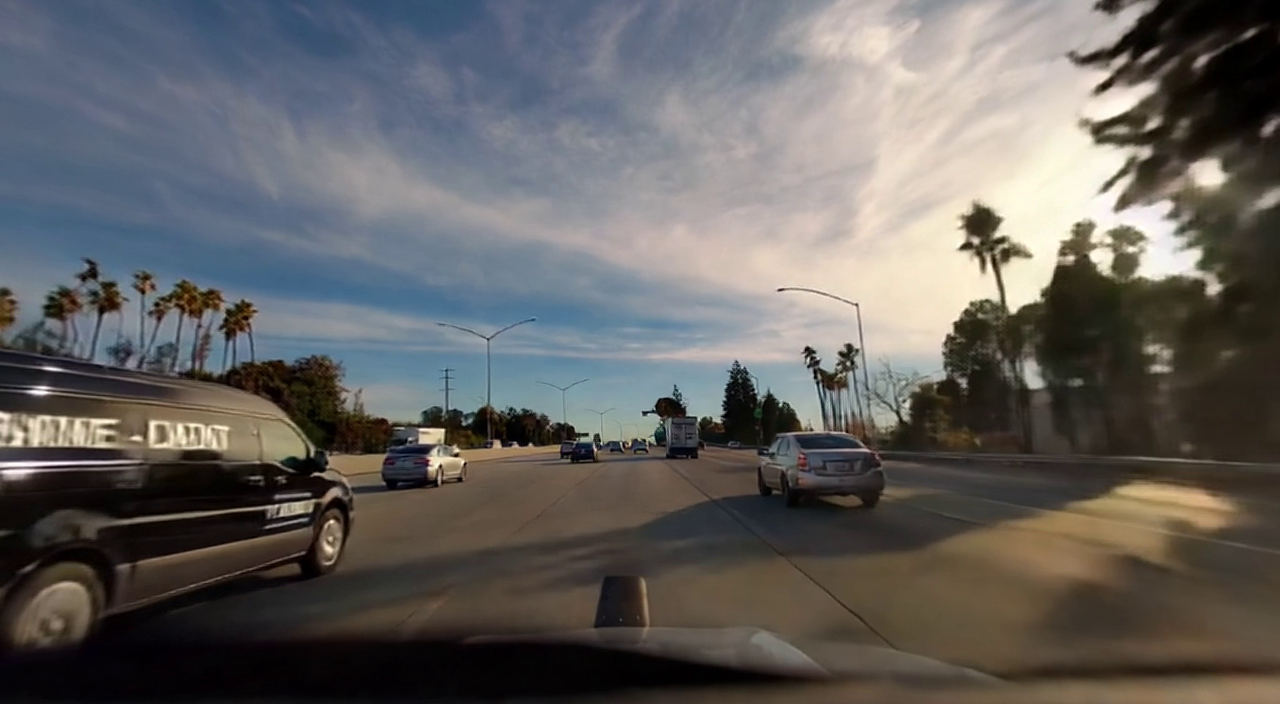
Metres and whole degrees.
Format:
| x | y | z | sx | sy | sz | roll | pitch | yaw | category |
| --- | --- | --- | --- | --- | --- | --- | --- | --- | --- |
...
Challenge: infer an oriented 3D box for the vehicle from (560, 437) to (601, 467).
| x | y | z | sx | sy | sz | roll | pitch | yaw | category |
| --- | --- | --- | --- | --- | --- | --- | --- | --- | --- |
| -3.578 | 6.117 | 38.569 | 2.017 | 1.683 | 4.094 | 0 | -9 | 1 | vehicle |

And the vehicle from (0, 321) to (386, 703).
| x | y | z | sx | sy | sz | roll | pitch | yaw | category |
| --- | --- | --- | --- | --- | --- | --- | --- | --- | --- |
| -4.036 | 1.044 | 4.489 | 2.215 | 1.859 | 5.375 | 0 | -9 | 0 | vehicle |

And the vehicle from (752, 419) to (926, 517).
| x | y | z | sx | sy | sz | roll | pitch | yaw | category |
| --- | --- | --- | --- | --- | --- | --- | --- | --- | --- |
| 3.842 | 2.340 | 13.184 | 2.124 | 1.674 | 4.494 | 0 | -9 | 0 | vehicle |

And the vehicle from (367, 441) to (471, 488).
| x | y | z | sx | sy | sz | roll | pitch | yaw | category |
| --- | --- | --- | --- | --- | --- | --- | --- | --- | --- |
| -7.593 | 3.897 | 22.139 | 2.050 | 1.487 | 4.372 | 0 | -9 | 0 | vehicle |
